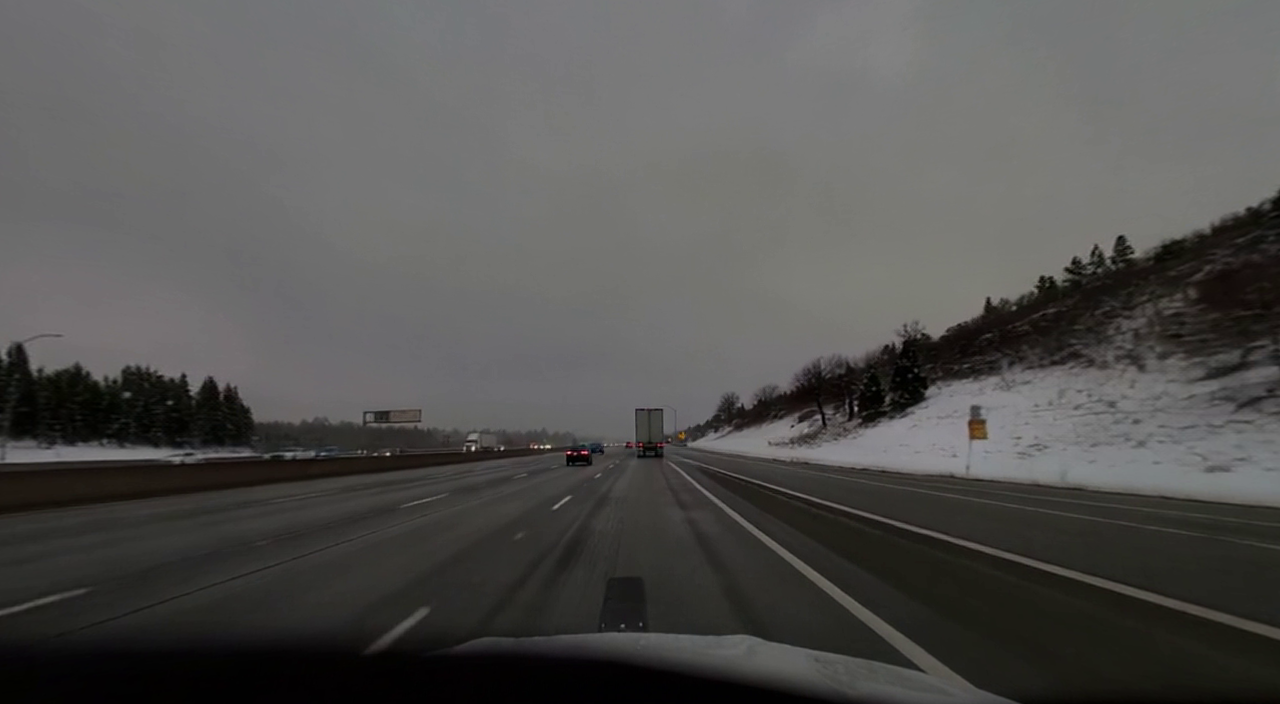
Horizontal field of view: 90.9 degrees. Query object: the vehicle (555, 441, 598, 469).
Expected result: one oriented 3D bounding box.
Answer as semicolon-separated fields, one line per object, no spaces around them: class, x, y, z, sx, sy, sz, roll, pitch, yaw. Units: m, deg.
vehicle;-3.590;5.950;36.481;1.983;1.508;4.060;0;-8;1
